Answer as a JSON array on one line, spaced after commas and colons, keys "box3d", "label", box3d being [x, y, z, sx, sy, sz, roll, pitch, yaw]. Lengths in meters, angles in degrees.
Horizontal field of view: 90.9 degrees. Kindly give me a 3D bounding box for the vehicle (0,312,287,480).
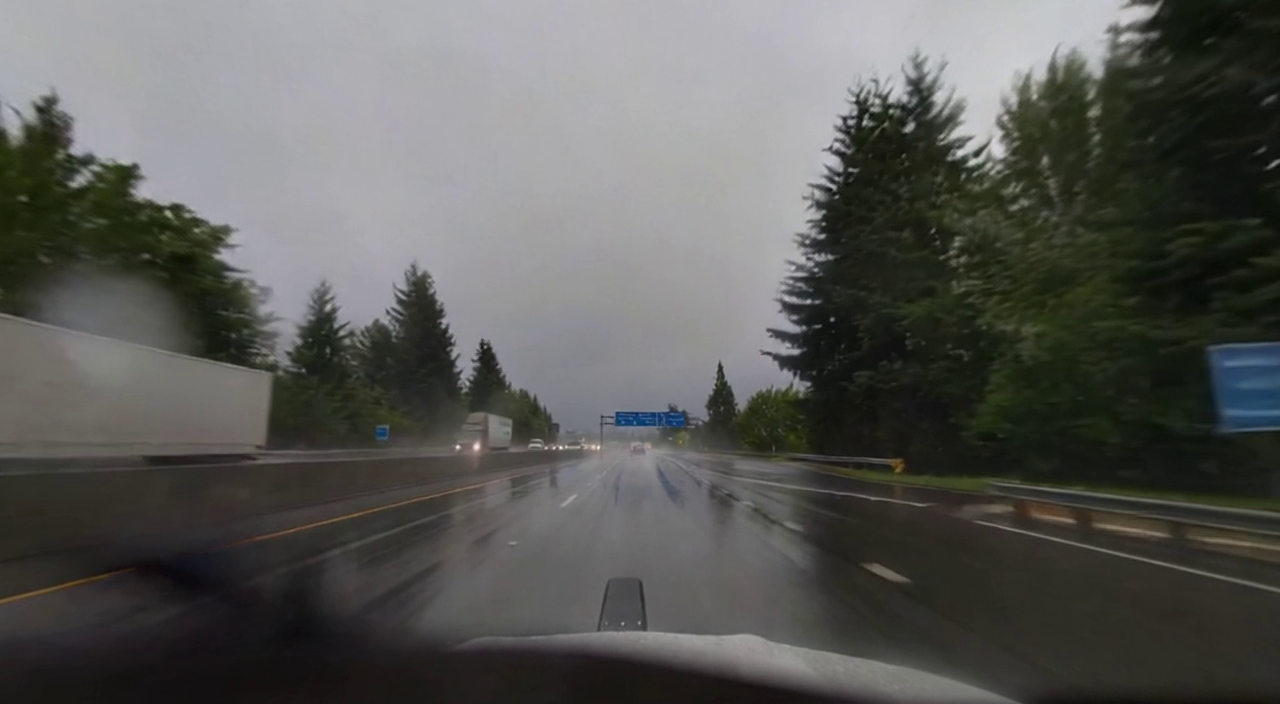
[{"box3d": [-16.319, 1.581, 18.138, 2.878, 3.843, 16.564, 0, -9, 0], "label": "vehicle"}]
